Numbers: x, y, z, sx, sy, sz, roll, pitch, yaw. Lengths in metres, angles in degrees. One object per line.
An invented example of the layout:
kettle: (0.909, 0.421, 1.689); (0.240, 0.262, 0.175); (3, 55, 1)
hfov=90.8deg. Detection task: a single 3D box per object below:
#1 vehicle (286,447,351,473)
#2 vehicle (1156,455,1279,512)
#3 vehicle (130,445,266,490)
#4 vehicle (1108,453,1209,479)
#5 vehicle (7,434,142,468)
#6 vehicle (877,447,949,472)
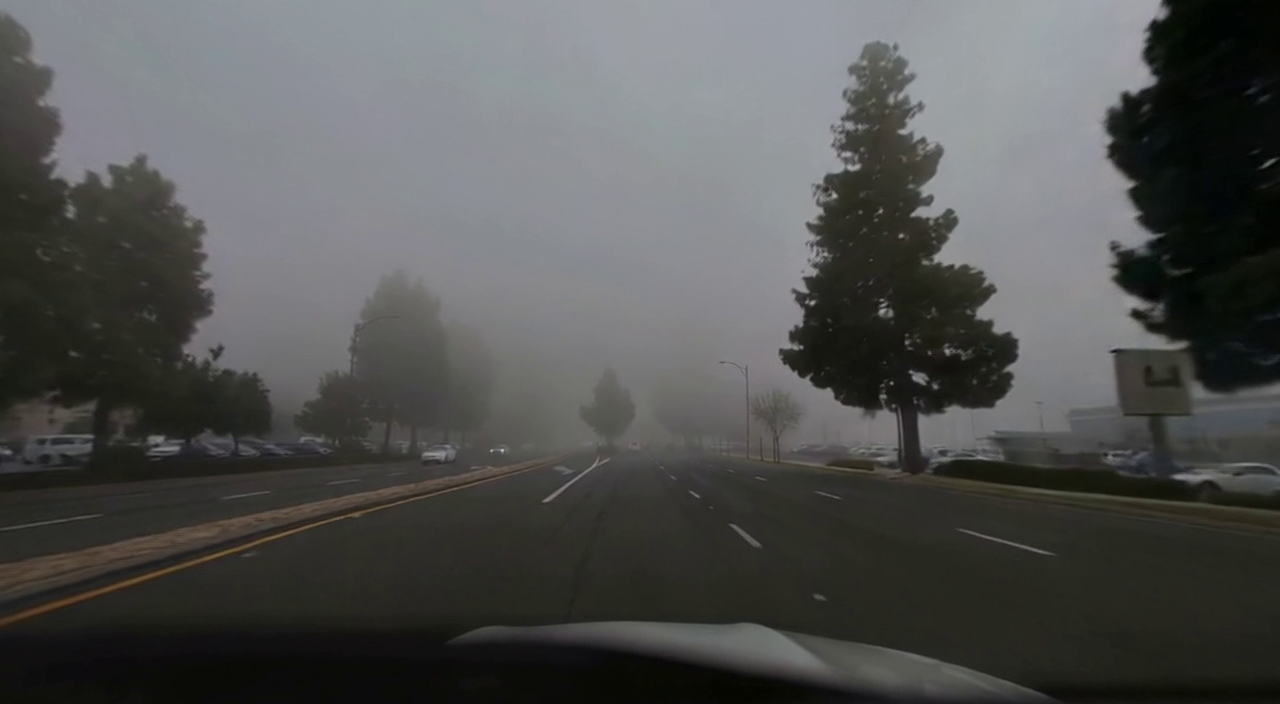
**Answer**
vehicle: (-19.942, 6.697, 39.395); (1.787, 1.437, 4.414); (0, -8, -1)
vehicle: (19.513, 4.133, 20.091); (4.427, 1.640, 2.085); (0, -8, -3)
vehicle: (-16.160, 4.218, 23.448); (1.876, 1.460, 4.433); (0, -8, -1)
vehicle: (32.114, 7.055, 39.224); (4.463, 1.490, 1.981); (-1, -8, 2)
vehicle: (-30.888, 5.413, 34.748); (5.107, 1.753, 1.963); (4, -9, -28)
vehicle: (20.485, 7.994, 47.430); (4.573, 1.747, 2.191); (-5, -10, 33)
